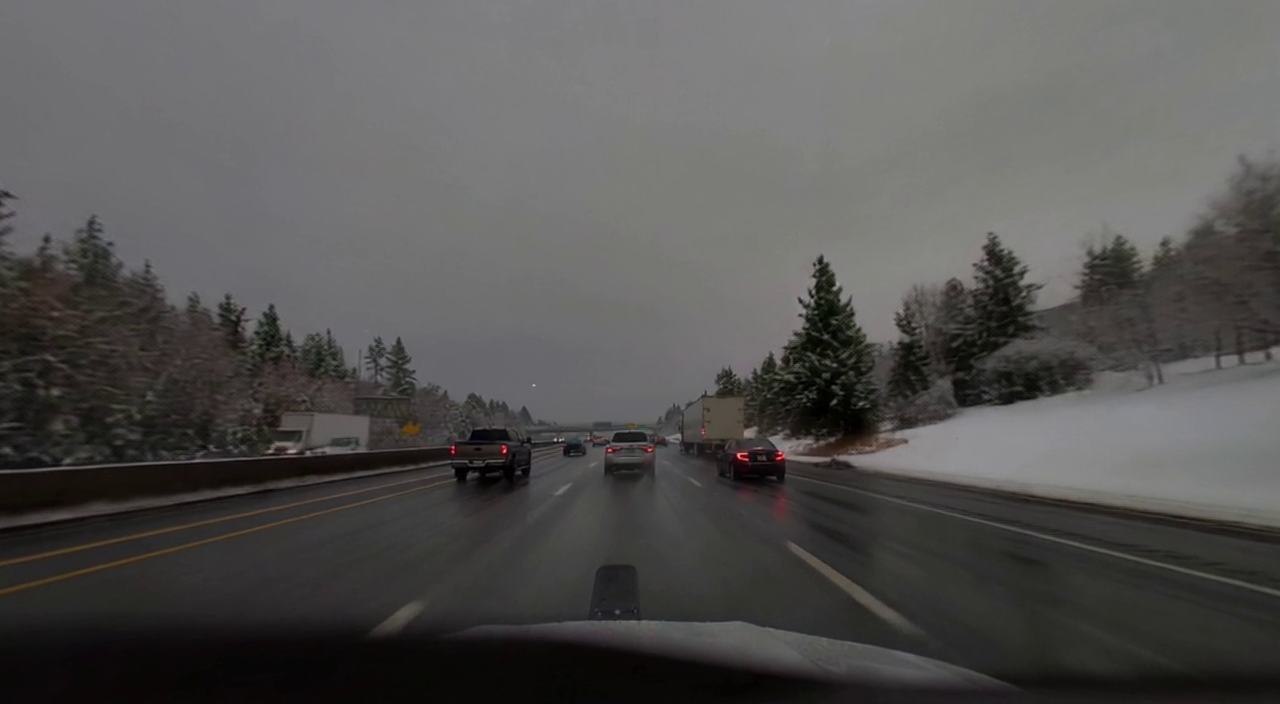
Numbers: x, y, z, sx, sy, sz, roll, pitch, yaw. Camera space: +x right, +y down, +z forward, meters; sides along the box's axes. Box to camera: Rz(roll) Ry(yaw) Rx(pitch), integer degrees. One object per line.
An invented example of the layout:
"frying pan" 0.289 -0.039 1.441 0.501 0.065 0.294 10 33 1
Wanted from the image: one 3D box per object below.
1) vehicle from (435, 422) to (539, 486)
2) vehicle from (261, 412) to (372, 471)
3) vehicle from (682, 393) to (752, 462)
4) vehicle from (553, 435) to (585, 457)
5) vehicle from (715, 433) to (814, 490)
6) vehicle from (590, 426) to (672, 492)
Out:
"vehicle" -4.621 3.156 19.872 2.101 1.767 4.702 0 -8 0
"vehicle" -20.923 5.840 41.486 2.853 3.451 8.485 0 -8 -1
"vehicle" 5.071 5.479 44.891 2.888 4.135 14.071 0 -8 -1
"vehicle" -5.517 7.343 49.269 1.971 1.648 3.983 0 -8 0
"vehicle" 3.494 3.142 18.530 1.951 1.477 3.963 0 -8 -2
"vehicle" -0.271 2.961 17.841 2.083 1.647 3.799 0 -8 -2
